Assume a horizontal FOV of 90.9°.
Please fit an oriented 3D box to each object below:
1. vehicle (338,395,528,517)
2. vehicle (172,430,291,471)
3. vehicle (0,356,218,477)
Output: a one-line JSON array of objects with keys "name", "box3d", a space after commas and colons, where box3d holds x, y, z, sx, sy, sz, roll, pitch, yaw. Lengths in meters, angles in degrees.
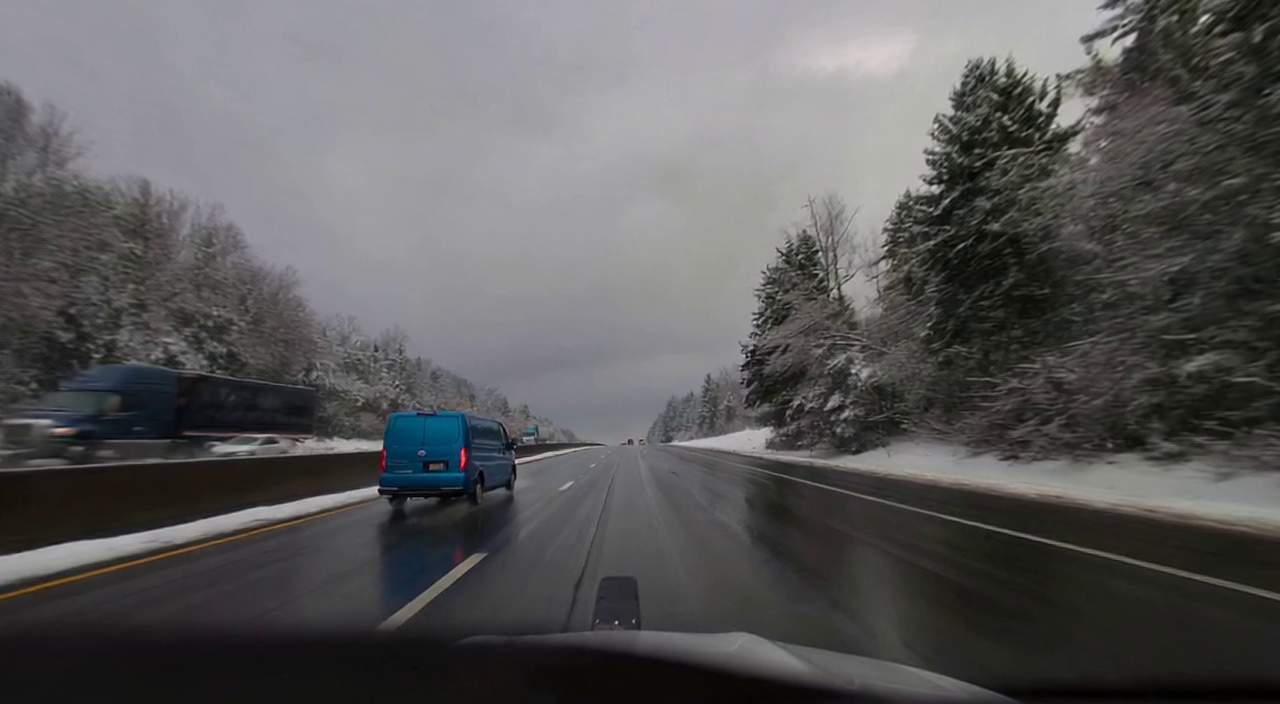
[{"name": "vehicle", "box3d": [-3.847, 2.038, 12.833, 2.297, 2.011, 4.736, 0, -8, -1]}, {"name": "vehicle", "box3d": [-15.982, 3.875, 24.999, 1.833, 1.463, 4.463, 0, -8, -2]}, {"name": "vehicle", "box3d": [-19.611, 2.514, 23.895, 2.967, 4.021, 5.937, 0, -8, -1]}]
